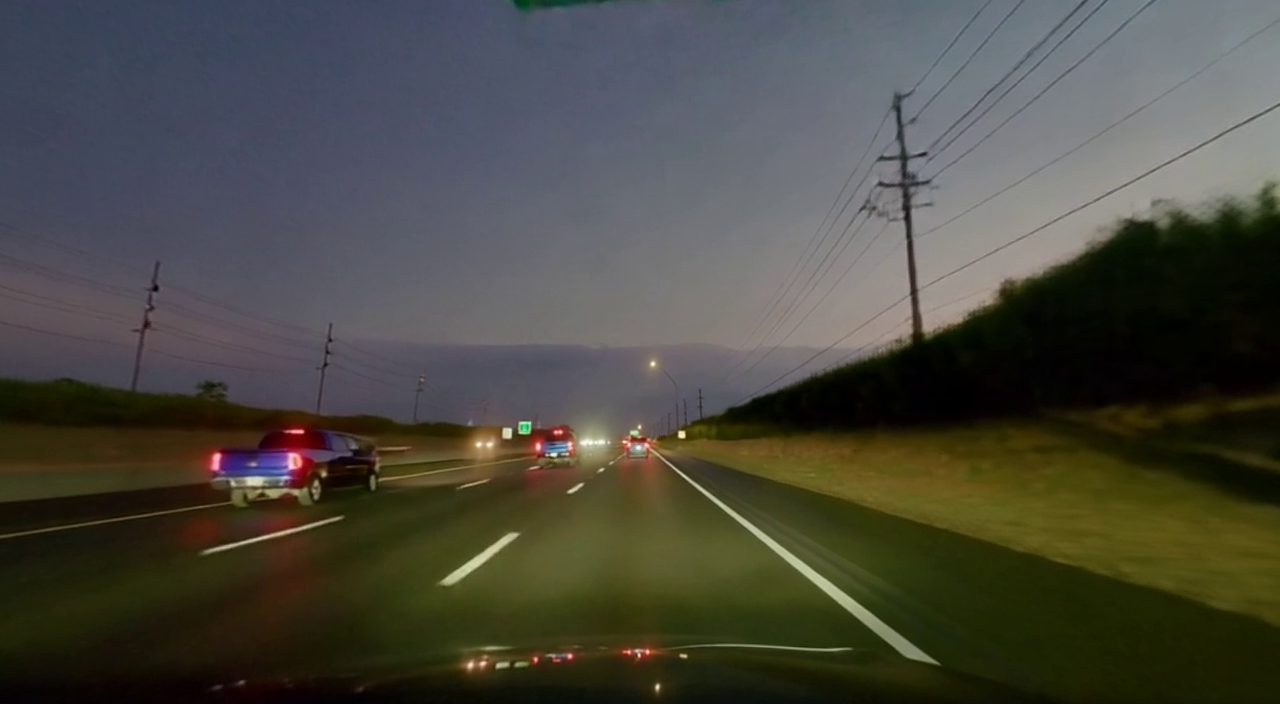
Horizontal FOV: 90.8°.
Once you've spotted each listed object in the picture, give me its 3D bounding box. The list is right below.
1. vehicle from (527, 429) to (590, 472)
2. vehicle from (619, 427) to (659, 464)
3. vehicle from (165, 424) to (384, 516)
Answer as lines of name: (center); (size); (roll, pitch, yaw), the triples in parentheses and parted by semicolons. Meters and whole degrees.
vehicle: (-3.678, 4.581, 29.550); (2.204, 1.812, 5.289); (0, -8, 0)
vehicle: (-0.013, 5.893, 39.784); (2.358, 2.144, 4.713); (0, -8, 1)
vehicle: (-7.425, 2.434, 13.513); (2.013, 1.609, 4.446); (0, -8, 0)
